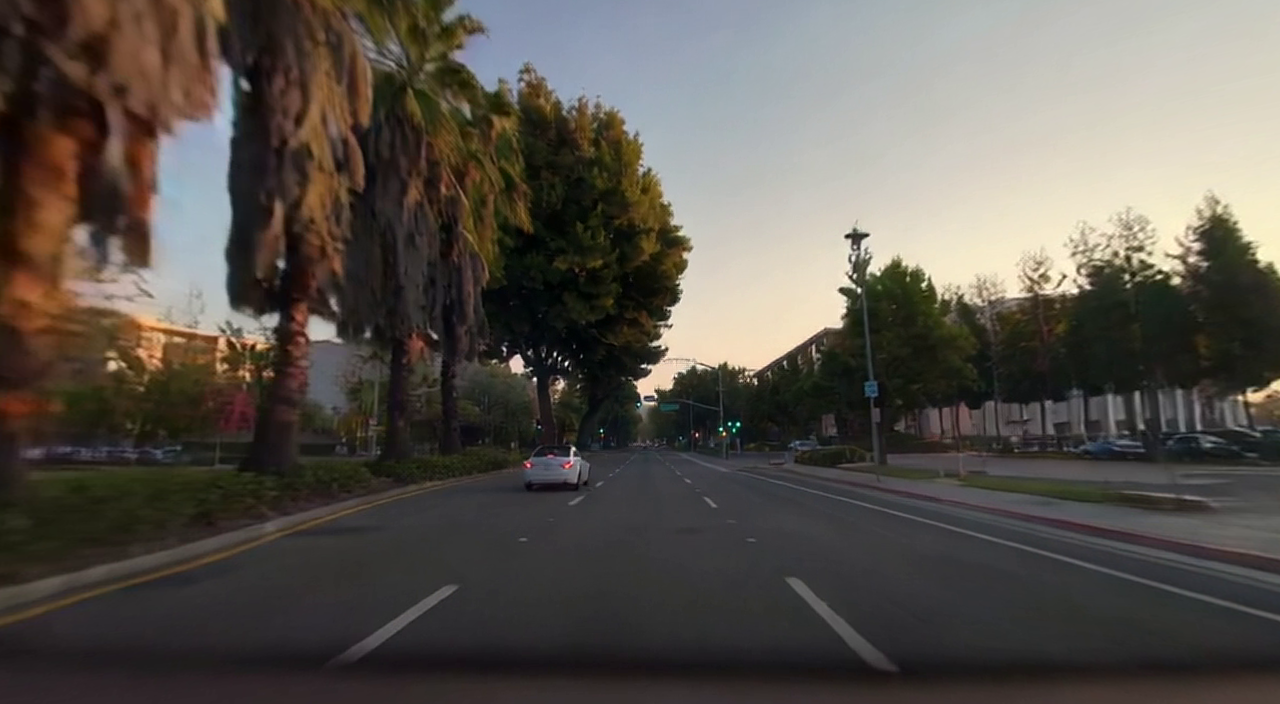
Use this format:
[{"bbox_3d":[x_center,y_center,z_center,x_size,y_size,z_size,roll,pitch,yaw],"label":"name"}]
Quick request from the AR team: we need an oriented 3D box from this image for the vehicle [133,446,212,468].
[{"bbox_3d":[-36.257,8.153,48.973,4.553,1.492,1.967,-2,-8,-1],"label":"vehicle"}]

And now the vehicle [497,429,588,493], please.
[{"bbox_3d":[-2.895,3.372,19.755,2.011,1.756,4.478,0,-9,2],"label":"vehicle"}]
